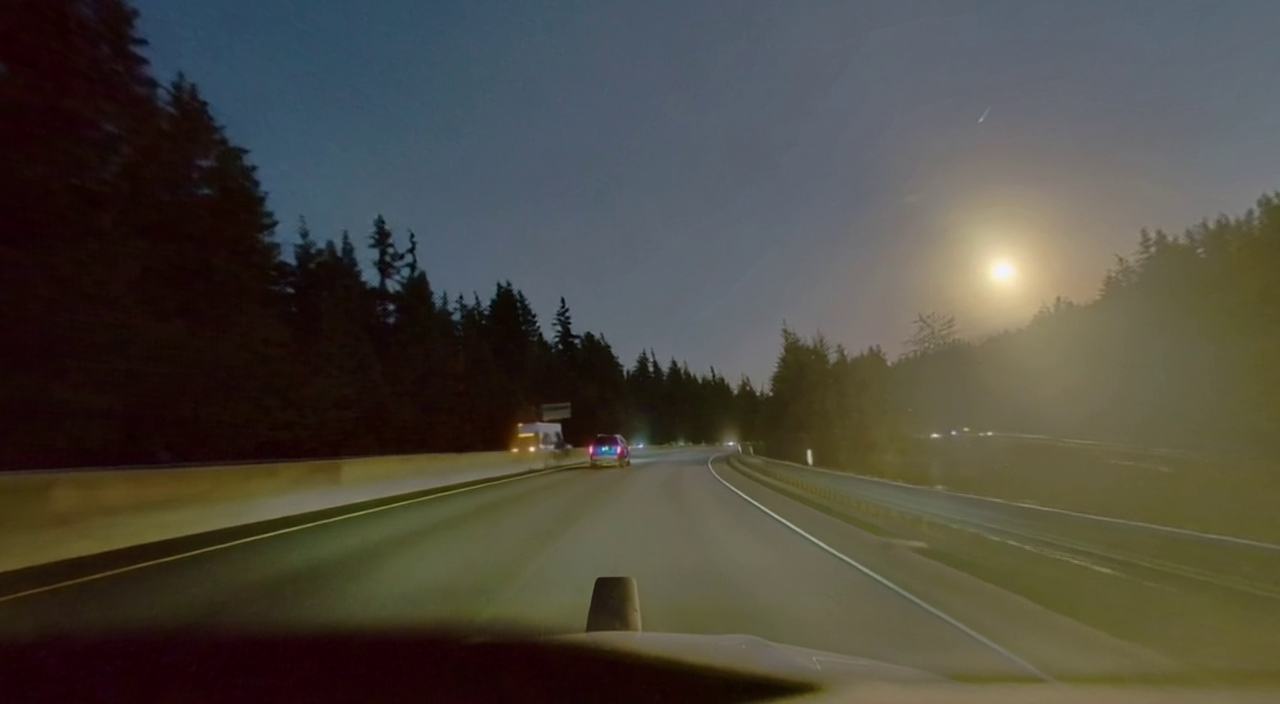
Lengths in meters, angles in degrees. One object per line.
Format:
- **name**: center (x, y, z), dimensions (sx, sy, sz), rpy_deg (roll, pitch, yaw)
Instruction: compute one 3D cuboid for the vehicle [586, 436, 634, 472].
- **vehicle**: center (-1.526, 5.439, 33.886), dimensions (2.005, 1.752, 4.479), rpy_deg (-1, -8, 5)
